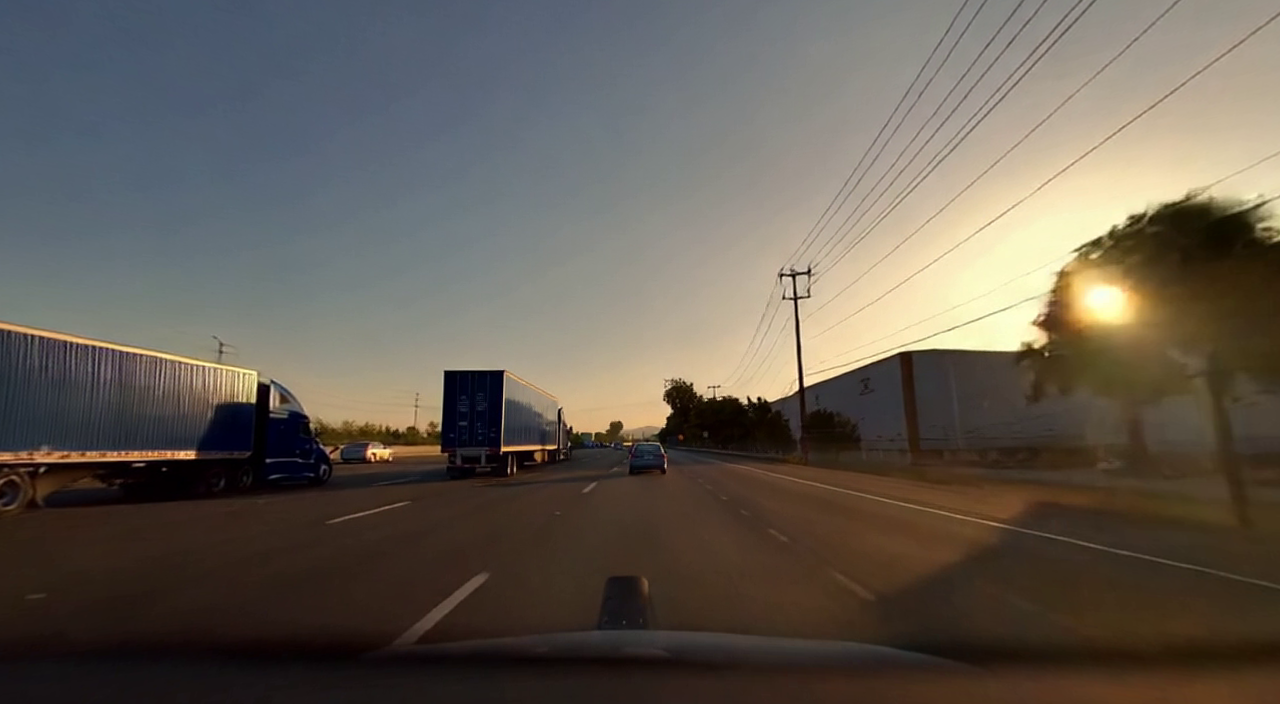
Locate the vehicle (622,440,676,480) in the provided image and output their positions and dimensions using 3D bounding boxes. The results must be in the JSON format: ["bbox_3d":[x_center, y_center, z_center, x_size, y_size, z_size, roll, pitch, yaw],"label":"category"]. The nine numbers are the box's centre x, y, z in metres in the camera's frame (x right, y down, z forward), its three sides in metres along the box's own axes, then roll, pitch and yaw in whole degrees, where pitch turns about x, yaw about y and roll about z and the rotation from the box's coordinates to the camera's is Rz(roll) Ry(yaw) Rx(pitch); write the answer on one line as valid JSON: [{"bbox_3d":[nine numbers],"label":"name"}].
[{"bbox_3d":[0.348,4.491,26.541,2.055,1.514,4.323,0,-8,0],"label":"vehicle"}]

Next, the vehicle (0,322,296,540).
[{"bbox_3d":[-10.688,1.556,11.870,2.896,3.140,9.491,0,-8,1],"label":"vehicle"}]

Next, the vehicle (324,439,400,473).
[{"bbox_3d":[-14.644,5.500,33.564,1.938,1.679,4.469,0,-9,1],"label":"vehicle"}]

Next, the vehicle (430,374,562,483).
[{"bbox_3d":[-6.311,3.986,31.276,2.907,4.081,15.311,0,-8,0],"label":"vehicle"}]
